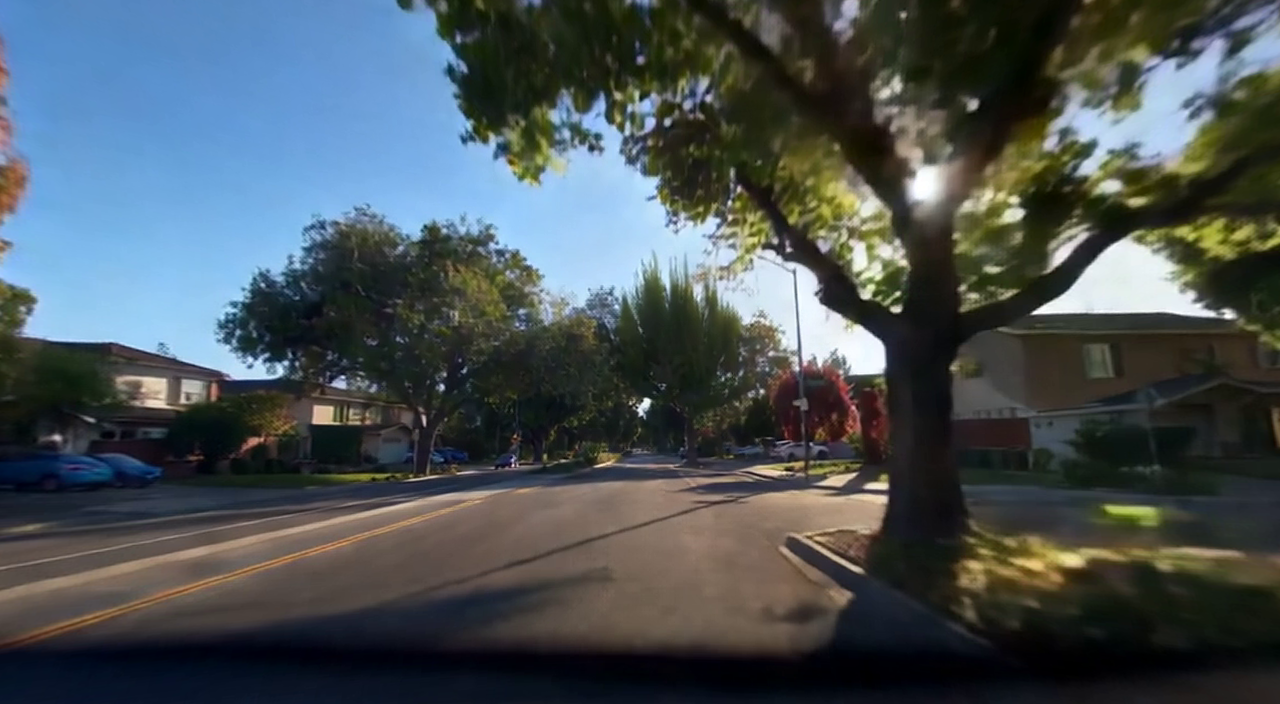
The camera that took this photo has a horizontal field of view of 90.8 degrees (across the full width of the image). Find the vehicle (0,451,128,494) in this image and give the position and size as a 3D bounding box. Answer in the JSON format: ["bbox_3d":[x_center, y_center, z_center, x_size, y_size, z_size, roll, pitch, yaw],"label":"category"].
[{"bbox_3d":[-22.760,4.573,24.111,4.486,1.509,2.189,0,-8,1],"label":"vehicle"}]
